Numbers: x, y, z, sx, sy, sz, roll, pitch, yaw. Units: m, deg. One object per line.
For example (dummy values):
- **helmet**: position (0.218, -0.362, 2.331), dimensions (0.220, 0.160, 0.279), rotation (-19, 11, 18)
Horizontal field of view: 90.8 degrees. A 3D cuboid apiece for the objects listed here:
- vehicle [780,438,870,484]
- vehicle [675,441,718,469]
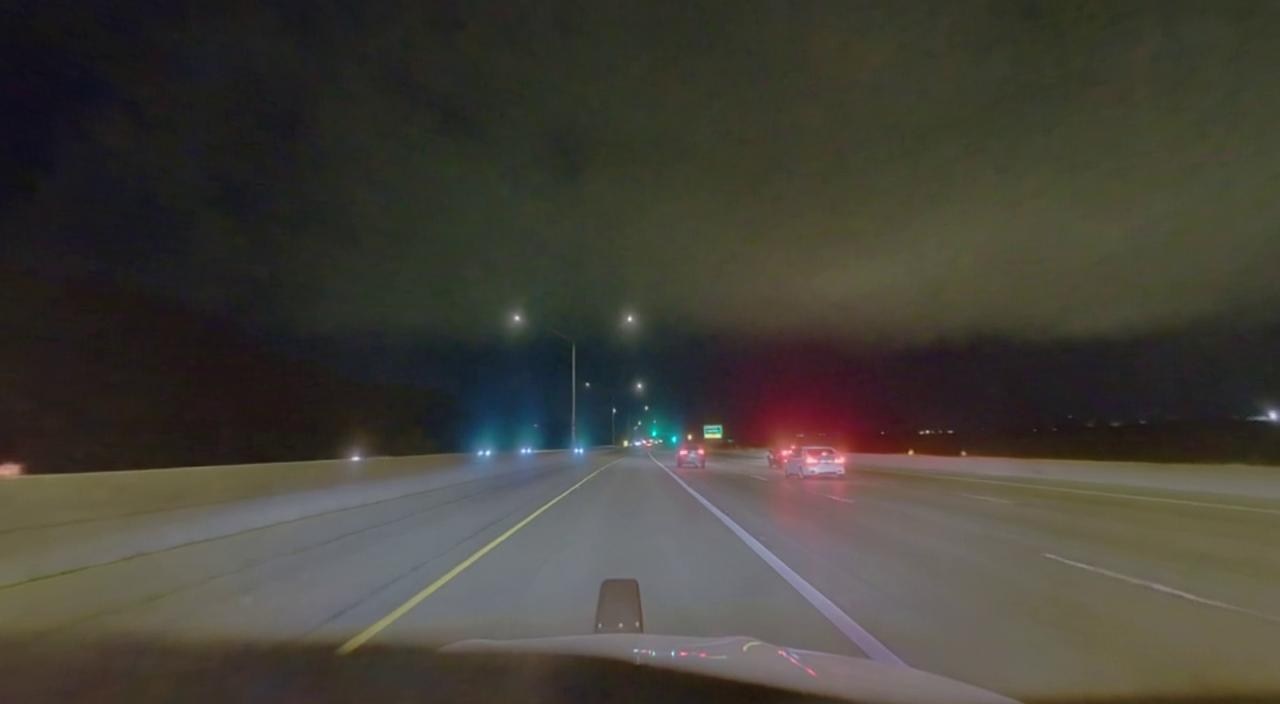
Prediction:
- **vehicle**: position (6.690, 3.977, 23.290), dimensions (2.038, 1.528, 3.910), rotation (0, -9, -1)
- **vehicle**: position (3.265, 6.049, 37.337), dimensions (2.056, 1.553, 4.320), rotation (0, -8, -1)
